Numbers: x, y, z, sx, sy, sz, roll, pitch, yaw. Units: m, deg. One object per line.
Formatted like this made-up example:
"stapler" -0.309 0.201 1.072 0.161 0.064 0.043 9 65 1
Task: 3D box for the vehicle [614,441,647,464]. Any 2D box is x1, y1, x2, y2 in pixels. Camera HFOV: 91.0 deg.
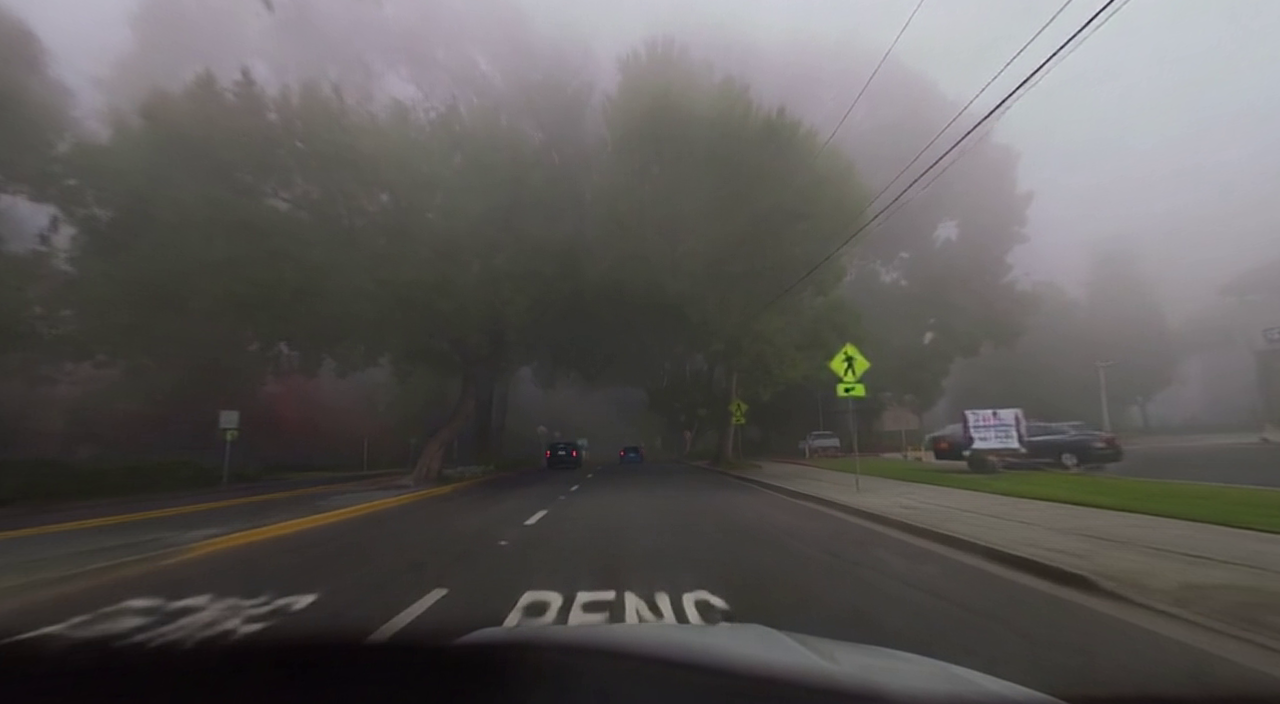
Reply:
"vehicle" -0.635 6.873 43.041 2.187 1.478 4.138 0 -8 -1

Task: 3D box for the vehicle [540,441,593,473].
"vehicle" -3.546 5.140 31.047 2.083 1.460 4.527 0 -8 0

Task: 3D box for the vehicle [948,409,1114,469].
"vehicle" 12.545 2.723 20.267 4.442 1.752 2.008 1 -6 -16

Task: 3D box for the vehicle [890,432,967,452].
"vehicle" 22.313 6.966 48.808 5.025 1.532 1.958 0 -9 -1

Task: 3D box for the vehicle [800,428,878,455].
"vehicle" 15.282 6.925 48.586 5.230 2.007 2.410 0 -9 1
